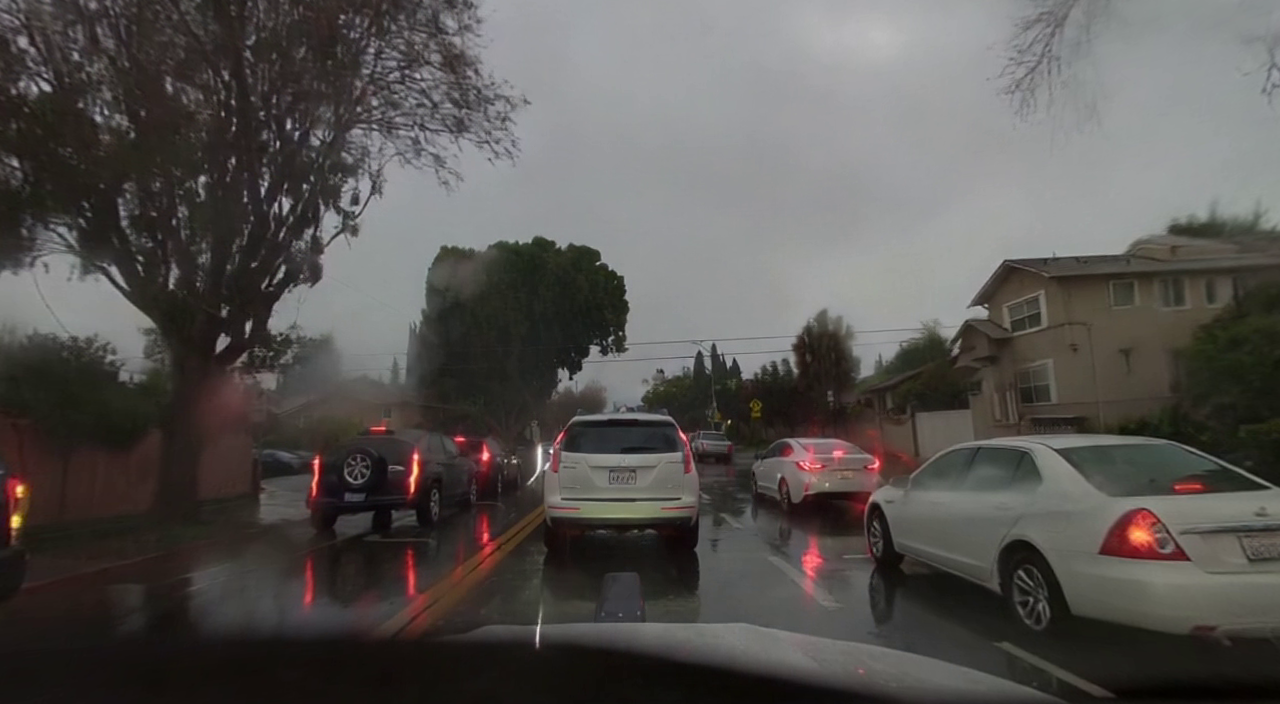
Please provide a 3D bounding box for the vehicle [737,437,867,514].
[{"bbox_3d":[3.492,2.715,14.408,1.880,1.476,3.932,0,-8,0],"label":"vehicle"}]

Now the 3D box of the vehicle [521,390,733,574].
[{"bbox_3d":[-0.216,1.635,8.675,2.164,1.867,4.254,0,-8,-2],"label":"vehicle"}]

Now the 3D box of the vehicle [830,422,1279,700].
[{"bbox_3d":[3.472,1.465,5.778,1.977,1.480,4.589,0,-8,-1],"label":"vehicle"}]

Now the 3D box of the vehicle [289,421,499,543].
[{"bbox_3d":[-3.721,2.025,10.522,1.864,1.576,4.324,0,-8,-2],"label":"vehicle"}]
